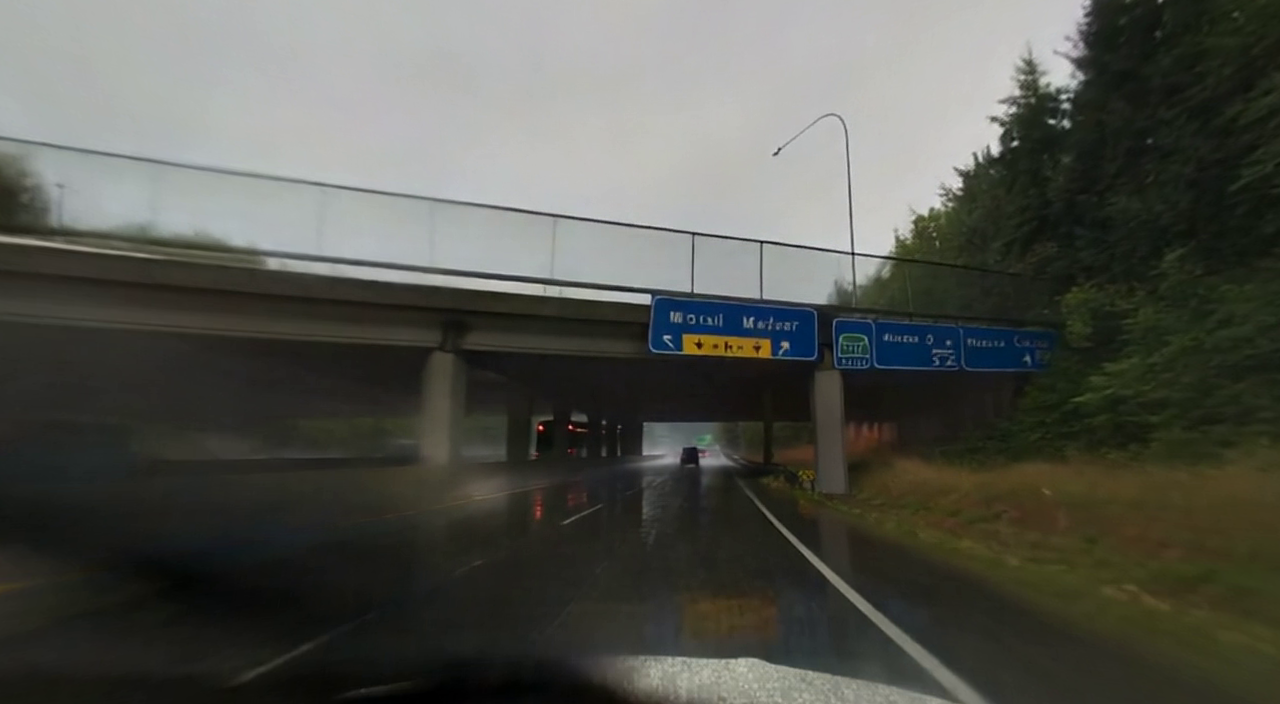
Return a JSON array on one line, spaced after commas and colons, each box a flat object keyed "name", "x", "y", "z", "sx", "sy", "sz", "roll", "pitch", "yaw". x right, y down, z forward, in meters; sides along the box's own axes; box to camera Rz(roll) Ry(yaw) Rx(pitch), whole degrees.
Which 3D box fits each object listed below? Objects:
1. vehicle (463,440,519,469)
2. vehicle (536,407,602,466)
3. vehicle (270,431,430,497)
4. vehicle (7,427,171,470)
[{"name": "vehicle", "x": -9.497, "y": 6.548, "z": 40.598, "sx": 1.962, "sy": 1.731, "sz": 4.523, "roll": -1, "pitch": -8, "yaw": 7}, {"name": "vehicle", "x": -5.088, "y": 6.389, "z": 47.425, "sx": 2.942, "sy": 3.975, "sz": 9.515, "roll": -1, "pitch": -8, "yaw": 6}, {"name": "vehicle", "x": -8.012, "y": 3.124, "z": 18.033, "sx": 1.979, "sy": 1.600, "sz": 4.516, "roll": -1, "pitch": -8, "yaw": 7}, {"name": "vehicle", "x": -20.404, "y": 3.621, "z": 23.694, "sx": 1.833, "sy": 1.452, "sz": 4.450, "roll": -1, "pitch": -9, "yaw": 7}]
